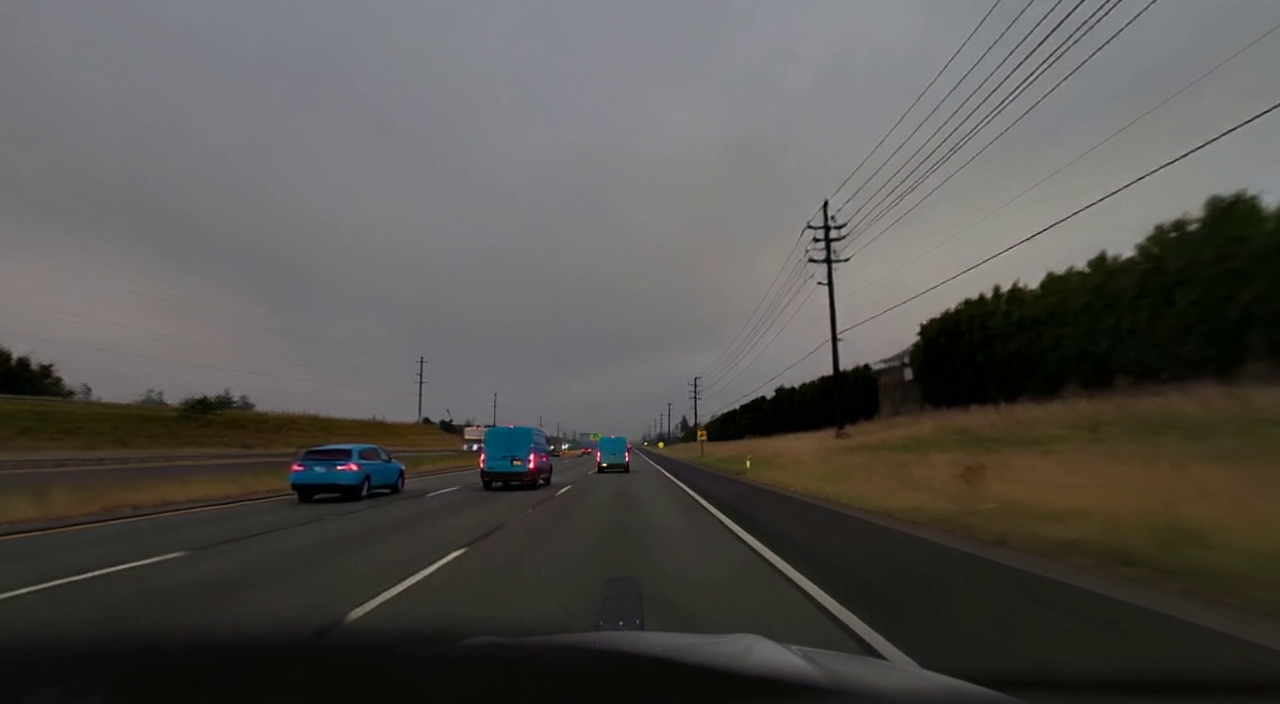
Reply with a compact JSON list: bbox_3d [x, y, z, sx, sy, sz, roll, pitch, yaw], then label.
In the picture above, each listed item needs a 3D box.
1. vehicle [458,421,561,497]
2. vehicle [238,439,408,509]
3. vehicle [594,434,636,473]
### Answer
[{"bbox_3d":[-3.814,3.252,19.482,2.145,2.010,4.980,0,-9,0],"label":"vehicle"},{"bbox_3d":[-7.926,3.079,16.432,1.975,1.540,4.759,0,-9,0],"label":"vehicle"},{"bbox_3d":[-1.352,5.760,35.881,2.197,2.011,5.130,0,-9,-1],"label":"vehicle"}]
